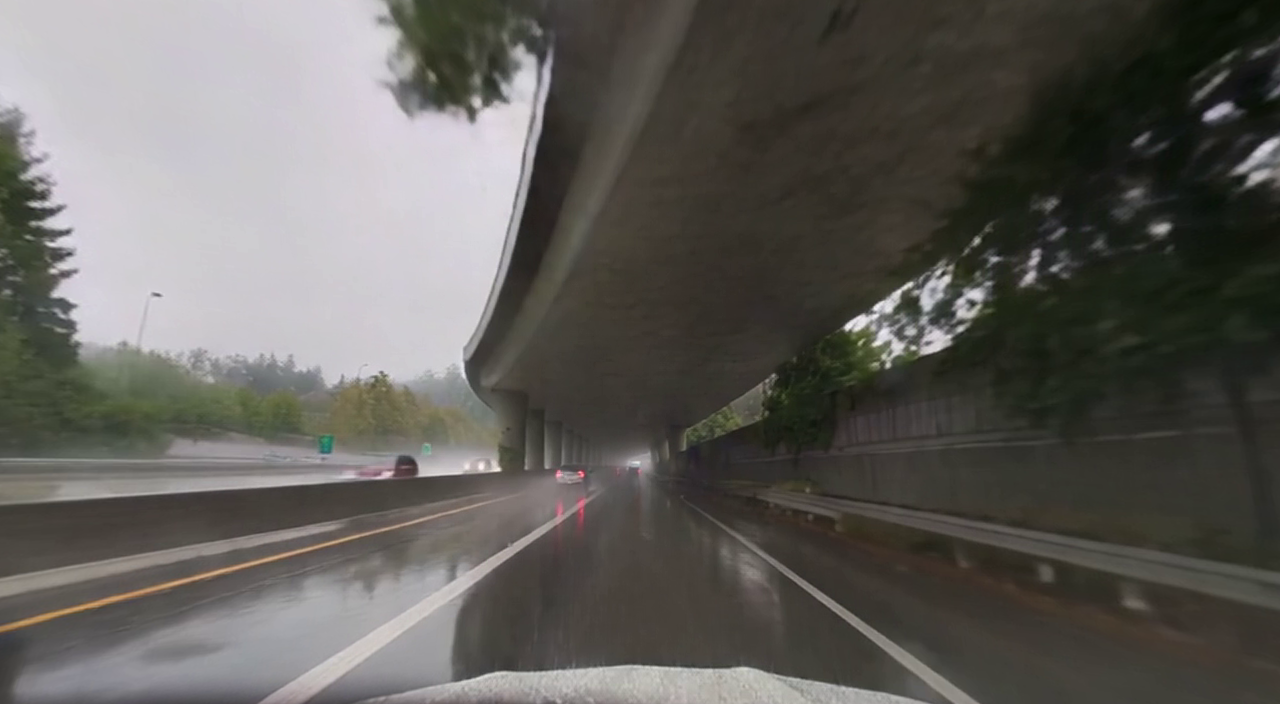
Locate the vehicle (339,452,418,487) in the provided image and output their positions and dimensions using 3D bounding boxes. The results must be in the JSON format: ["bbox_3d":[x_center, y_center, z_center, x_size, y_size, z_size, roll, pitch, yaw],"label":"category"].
[{"bbox_3d":[-12.790,5.811,31.185,1.983,1.559,4.378,1,-10,0],"label":"vehicle"}]

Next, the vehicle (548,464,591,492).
[{"bbox_3d":[-4.073,7.373,36.969,2.006,1.469,4.050,1,-10,0],"label":"vehicle"}]
